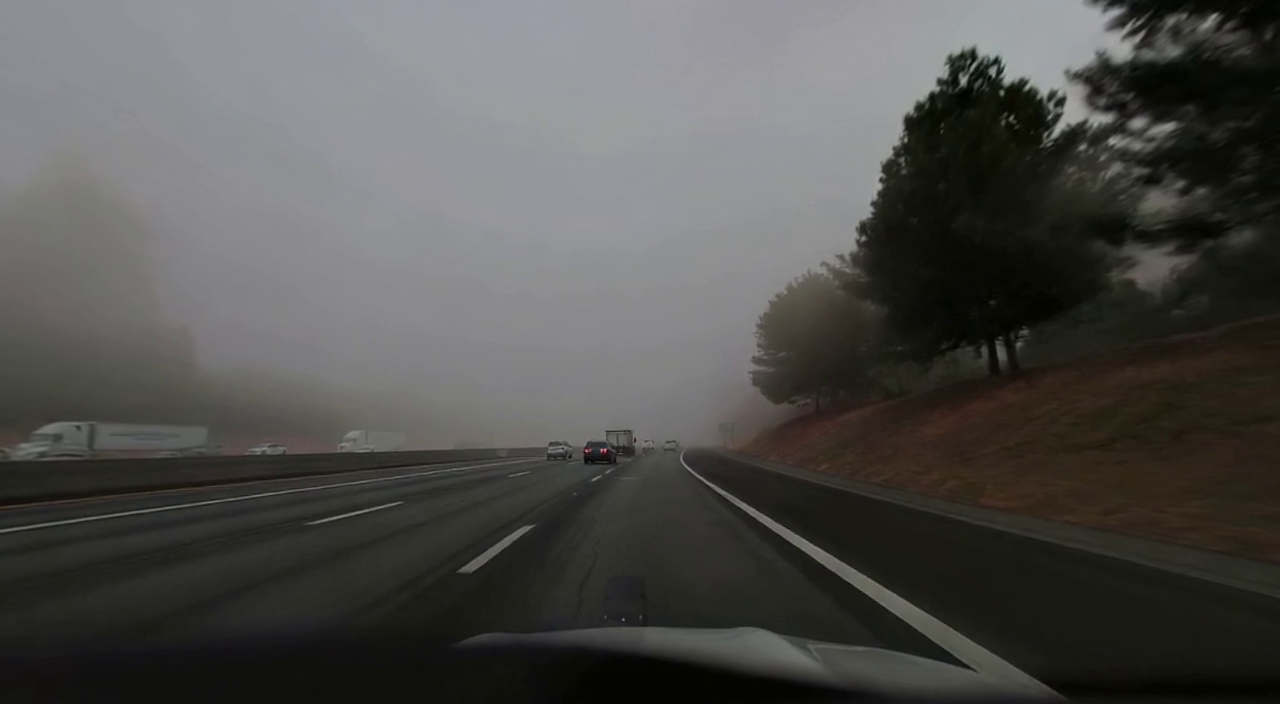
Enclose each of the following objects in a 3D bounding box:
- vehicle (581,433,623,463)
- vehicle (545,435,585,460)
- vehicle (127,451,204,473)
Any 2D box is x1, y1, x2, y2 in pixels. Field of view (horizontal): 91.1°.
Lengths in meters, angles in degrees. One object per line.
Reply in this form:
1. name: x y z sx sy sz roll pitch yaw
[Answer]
1. vehicle: -2.308 5.972 39.174 2.194 1.766 3.720 0 -8 3
2. vehicle: -5.573 7.182 47.196 2.078 1.729 4.722 0 -9 4
3. vehicle: -37.036 8.583 49.152 1.802 1.516 5.182 0 -9 3
